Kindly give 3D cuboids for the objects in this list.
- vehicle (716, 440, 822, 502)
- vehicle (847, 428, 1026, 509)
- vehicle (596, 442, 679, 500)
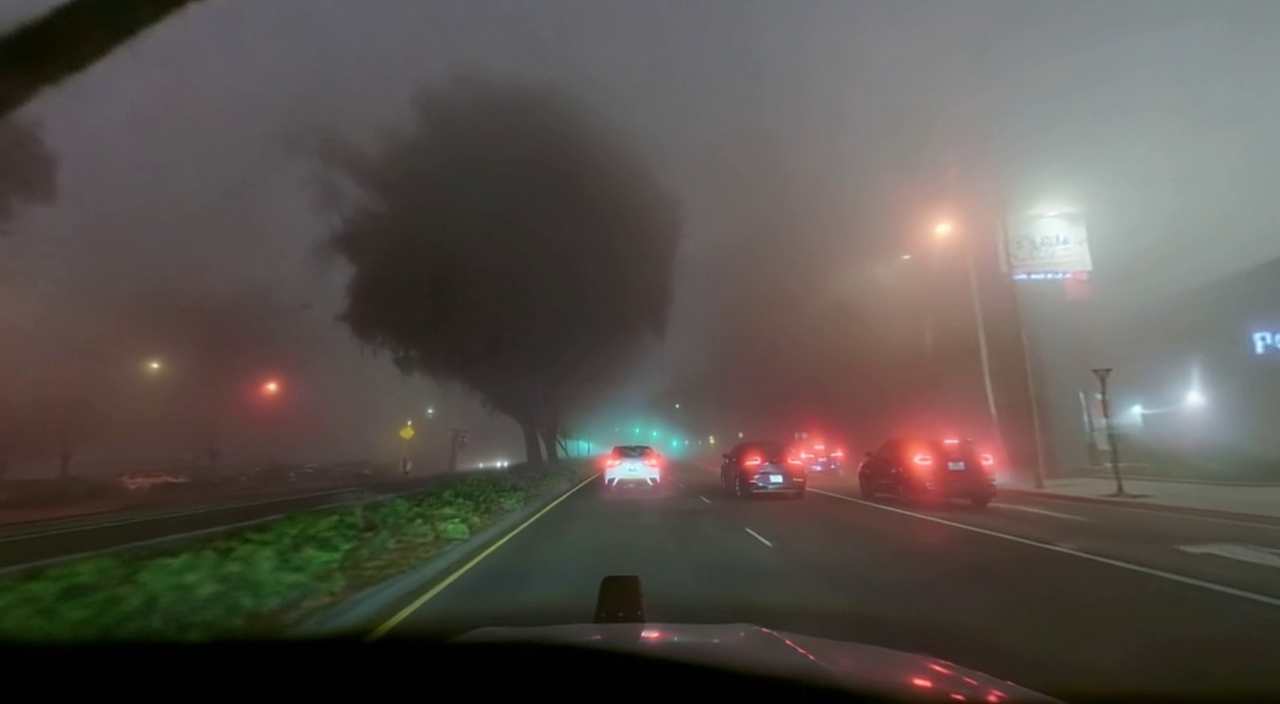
[{"bbox_3d":[3.423,3.270,17.690,1.993,1.477,4.240,0,-9,-1],"label":"vehicle"},{"bbox_3d":[7.148,2.882,15.986,2.052,1.708,4.842,0,-9,-1],"label":"vehicle"},{"bbox_3d":[-0.122,3.349,18.133,2.101,1.444,4.248,0,-9,-1],"label":"vehicle"}]
